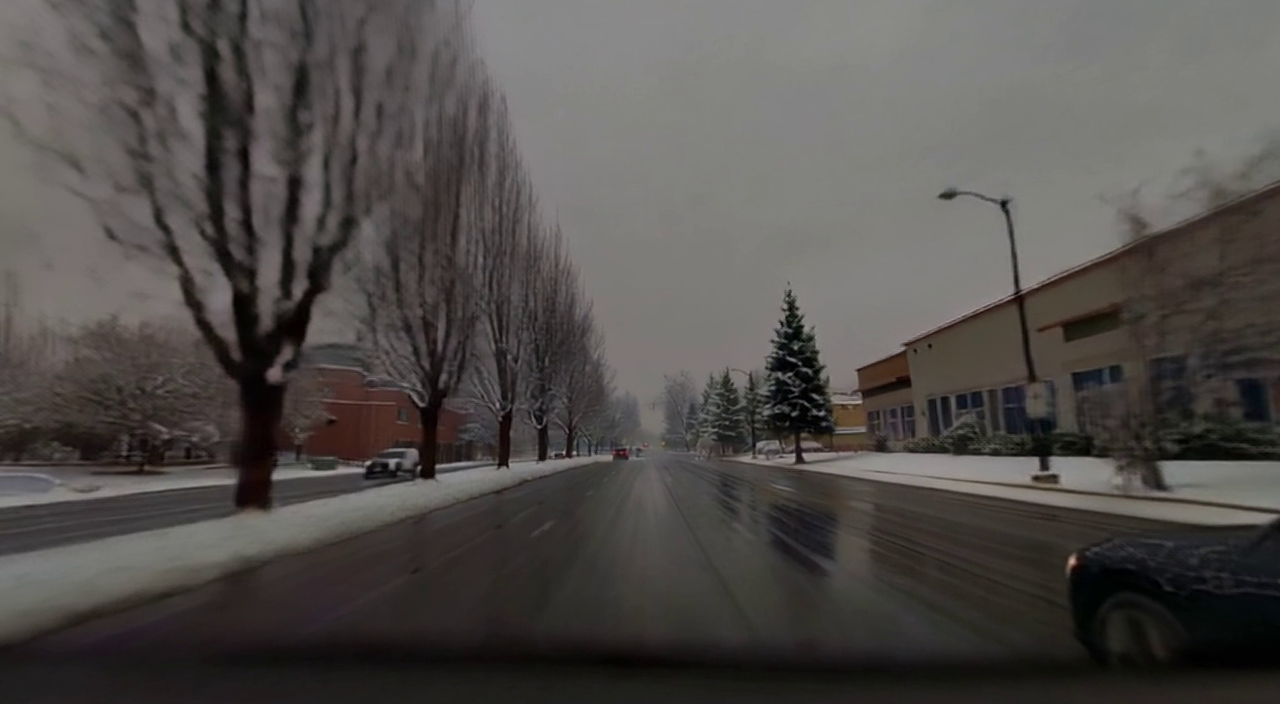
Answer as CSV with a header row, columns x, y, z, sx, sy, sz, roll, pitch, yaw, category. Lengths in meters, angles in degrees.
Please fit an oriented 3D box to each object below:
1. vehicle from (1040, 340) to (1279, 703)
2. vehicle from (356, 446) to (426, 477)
x,y,z,sx,sy,sz,roll,pitch,yaw,category
3.267,0.659,1.167,2.090,1.685,4.436,0,-9,0,vehicle
-16.845,7.395,42.906,2.193,1.936,5.819,0,-9,2,vehicle
